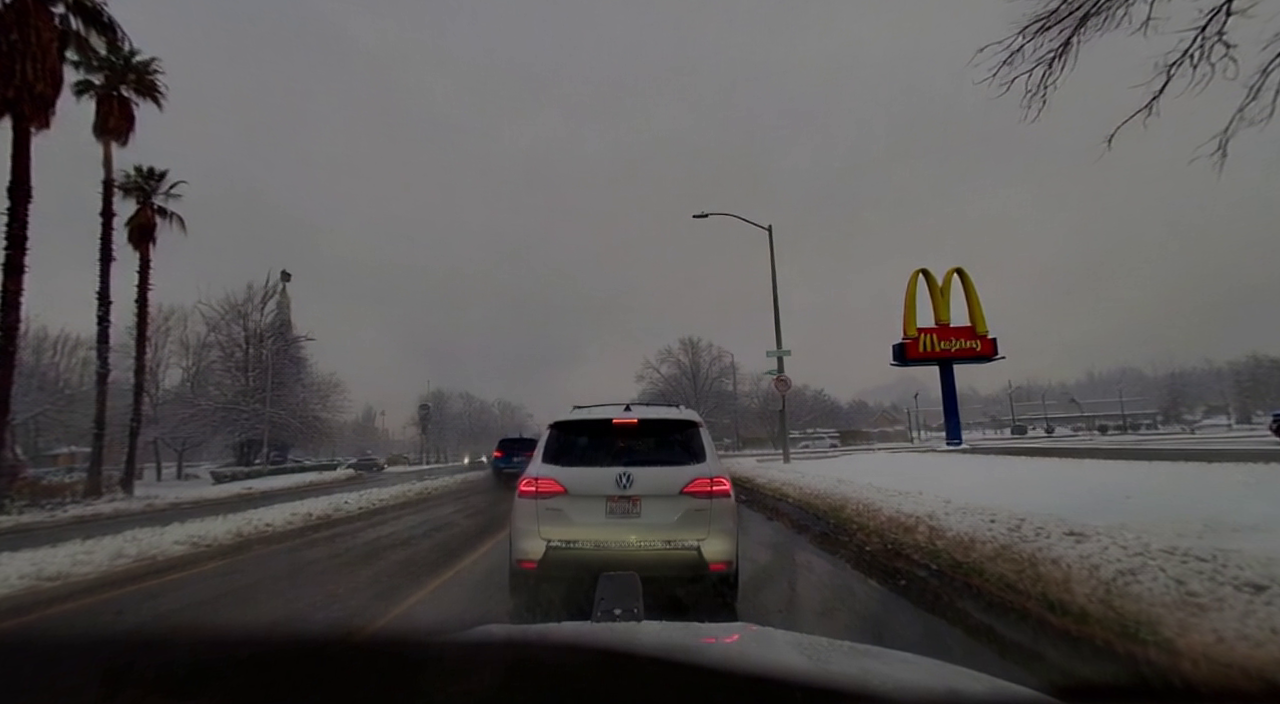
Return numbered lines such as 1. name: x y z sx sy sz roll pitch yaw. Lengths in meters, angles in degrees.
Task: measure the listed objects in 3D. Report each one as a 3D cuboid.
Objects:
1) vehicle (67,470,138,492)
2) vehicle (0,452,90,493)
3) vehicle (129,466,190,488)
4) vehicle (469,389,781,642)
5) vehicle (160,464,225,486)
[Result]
1. vehicle: -39.936 9.578 47.073 1.602 1.400 4.220 0 -9 0
2. vehicle: -28.051 5.387 28.310 4.584 1.714 2.186 4 -10 -27
3. vehicle: -35.630 9.265 46.951 1.641 1.375 3.640 0 -9 1
4. vehicle: -0.137 1.413 6.395 2.137 1.728 3.926 0 -9 -1
5. vehicle: -33.285 9.173 47.094 1.792 1.439 3.952 -1 -9 3
